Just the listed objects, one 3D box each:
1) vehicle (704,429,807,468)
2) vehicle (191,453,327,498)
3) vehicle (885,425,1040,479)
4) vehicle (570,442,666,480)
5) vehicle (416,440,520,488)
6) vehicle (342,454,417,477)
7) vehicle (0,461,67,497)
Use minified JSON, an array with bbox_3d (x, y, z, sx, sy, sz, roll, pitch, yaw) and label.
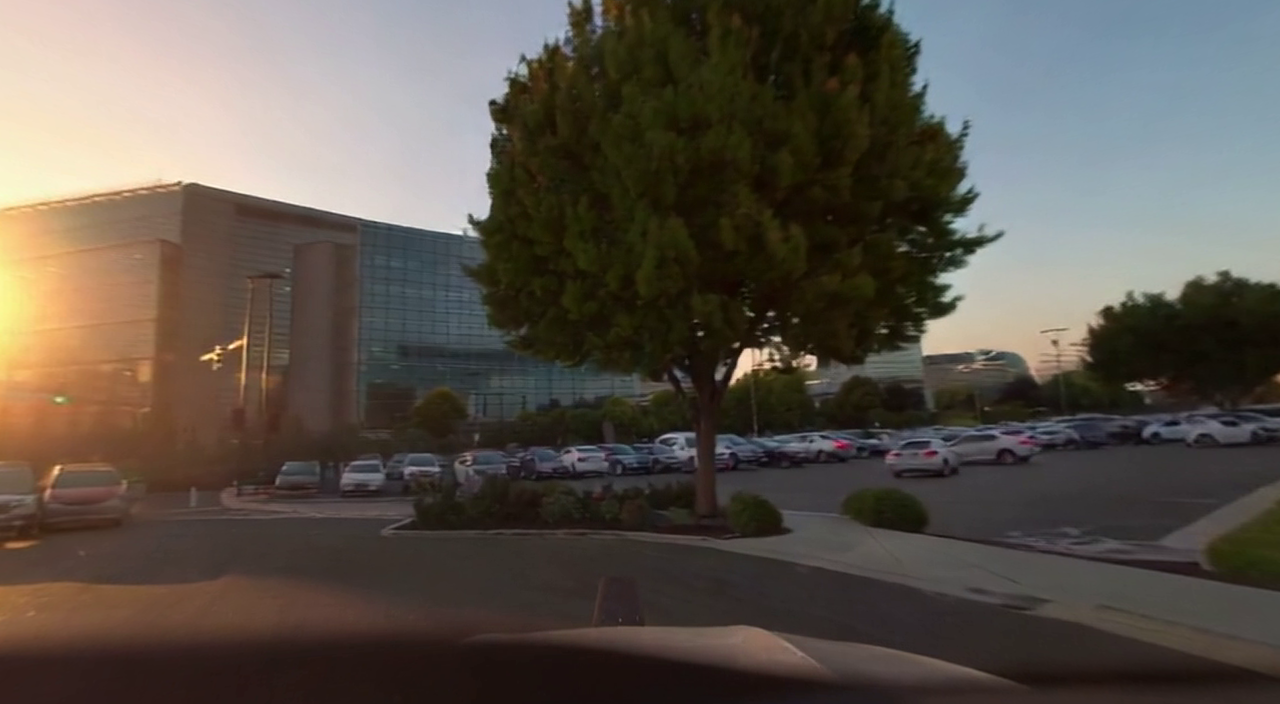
[{"bbox_3d":[6.445,5.494,35.826,2.318,1.837,5.285,7,-15,-43],"label":"vehicle"},{"bbox_3d":[-17.566,5.702,29.300,4.938,1.769,2.454,7,-14,-41],"label":"vehicle"},{"bbox_3d":[12.179,3.891,24.171,1.889,1.707,4.755,6,-14,-41],"label":"vehicle"},{"bbox_3d":[-1.101,5.078,29.243,1.849,1.479,4.622,7,-15,-42],"label":"vehicle"},{"bbox_3d":[-6.691,4.352,24.225,1.915,1.543,4.934,6,-14,-40],"label":"vehicle"},{"bbox_3d":[-18.881,8.205,45.889,4.721,1.466,1.727,7,-14,-41],"label":"vehicle"},{"bbox_3d":[-33.376,6.729,33.136,4.768,1.686,2.028,6,-14,-41],"label":"vehicle"}]
